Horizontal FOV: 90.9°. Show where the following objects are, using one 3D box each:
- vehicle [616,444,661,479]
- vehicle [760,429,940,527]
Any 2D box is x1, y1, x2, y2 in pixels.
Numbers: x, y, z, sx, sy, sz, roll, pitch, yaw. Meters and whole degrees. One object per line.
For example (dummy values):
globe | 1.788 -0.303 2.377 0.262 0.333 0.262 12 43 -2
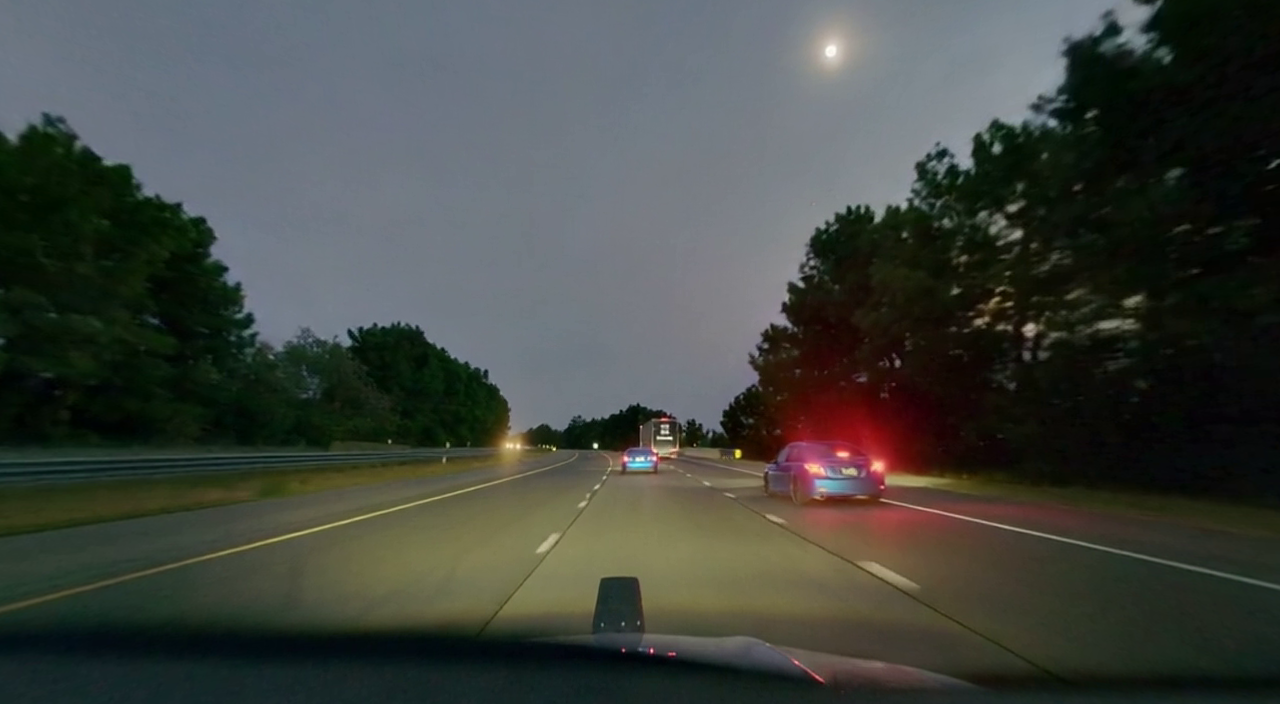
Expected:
vehicle | -0.112 4.996 28.902 1.913 1.460 3.610 0 -9 -2
vehicle | 3.936 2.457 12.819 1.977 1.599 4.605 0 -9 -1
